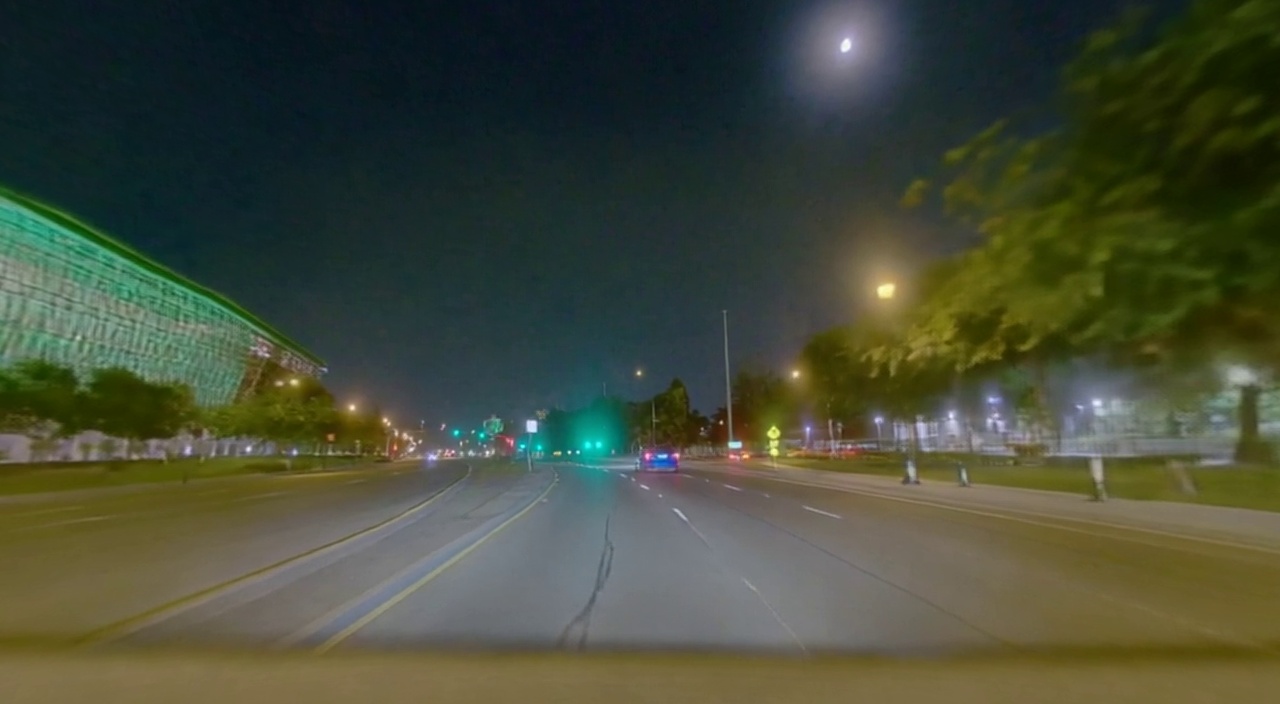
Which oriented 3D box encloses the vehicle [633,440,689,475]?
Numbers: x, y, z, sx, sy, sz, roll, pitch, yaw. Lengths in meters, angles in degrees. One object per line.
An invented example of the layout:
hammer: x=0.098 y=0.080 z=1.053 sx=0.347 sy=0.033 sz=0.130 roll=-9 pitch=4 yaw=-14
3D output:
vehicle: x=0.966 y=5.300 z=31.973 sx=2.165 sy=1.633 sz=4.381 roll=1 pitch=-8 yaw=-7
